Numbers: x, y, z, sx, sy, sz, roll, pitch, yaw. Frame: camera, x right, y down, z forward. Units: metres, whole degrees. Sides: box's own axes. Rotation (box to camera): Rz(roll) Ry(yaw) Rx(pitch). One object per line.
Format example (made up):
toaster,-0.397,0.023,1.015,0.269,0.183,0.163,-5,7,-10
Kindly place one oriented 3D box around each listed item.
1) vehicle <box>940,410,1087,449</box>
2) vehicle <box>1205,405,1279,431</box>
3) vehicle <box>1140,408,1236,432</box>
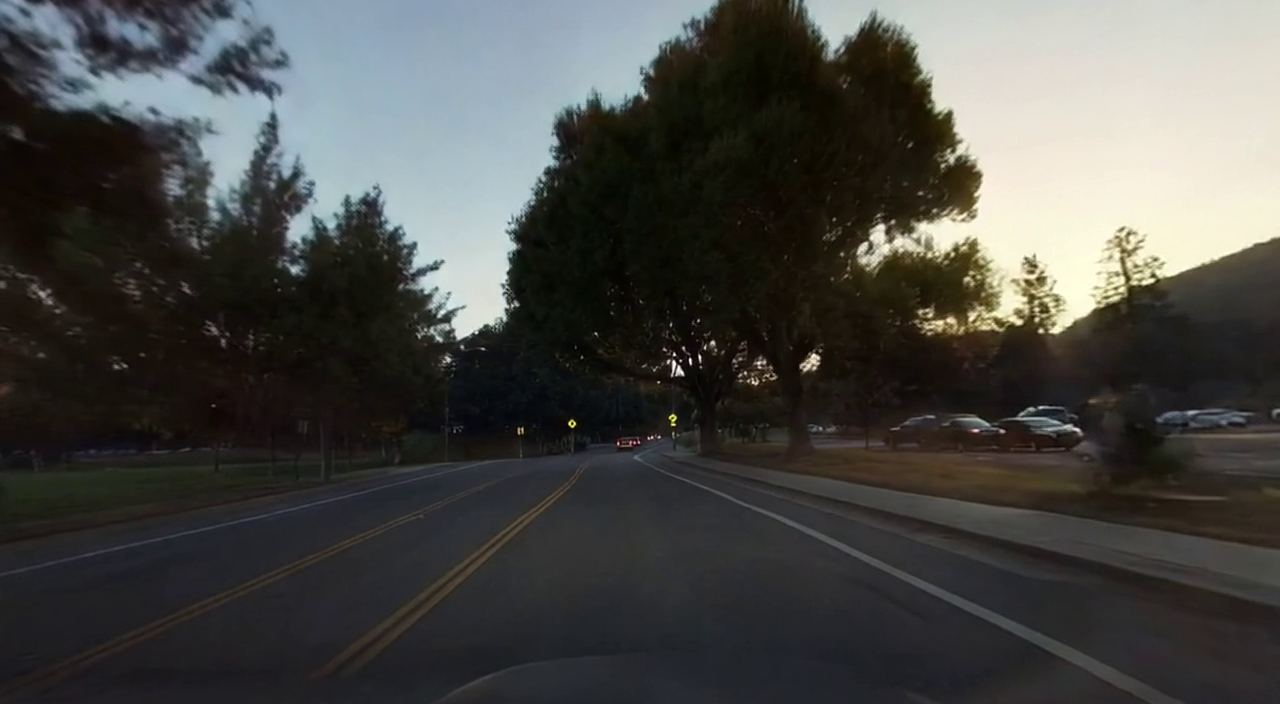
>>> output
vehicle,14.925,3.129,25.337,4.744,1.476,1.926,1,-8,-4
vehicle,39.516,4.315,40.995,1.823,1.489,4.541,-1,-8,9
vehicle,42.576,5.334,49.050,5.184,1.740,1.973,-2,-8,12
